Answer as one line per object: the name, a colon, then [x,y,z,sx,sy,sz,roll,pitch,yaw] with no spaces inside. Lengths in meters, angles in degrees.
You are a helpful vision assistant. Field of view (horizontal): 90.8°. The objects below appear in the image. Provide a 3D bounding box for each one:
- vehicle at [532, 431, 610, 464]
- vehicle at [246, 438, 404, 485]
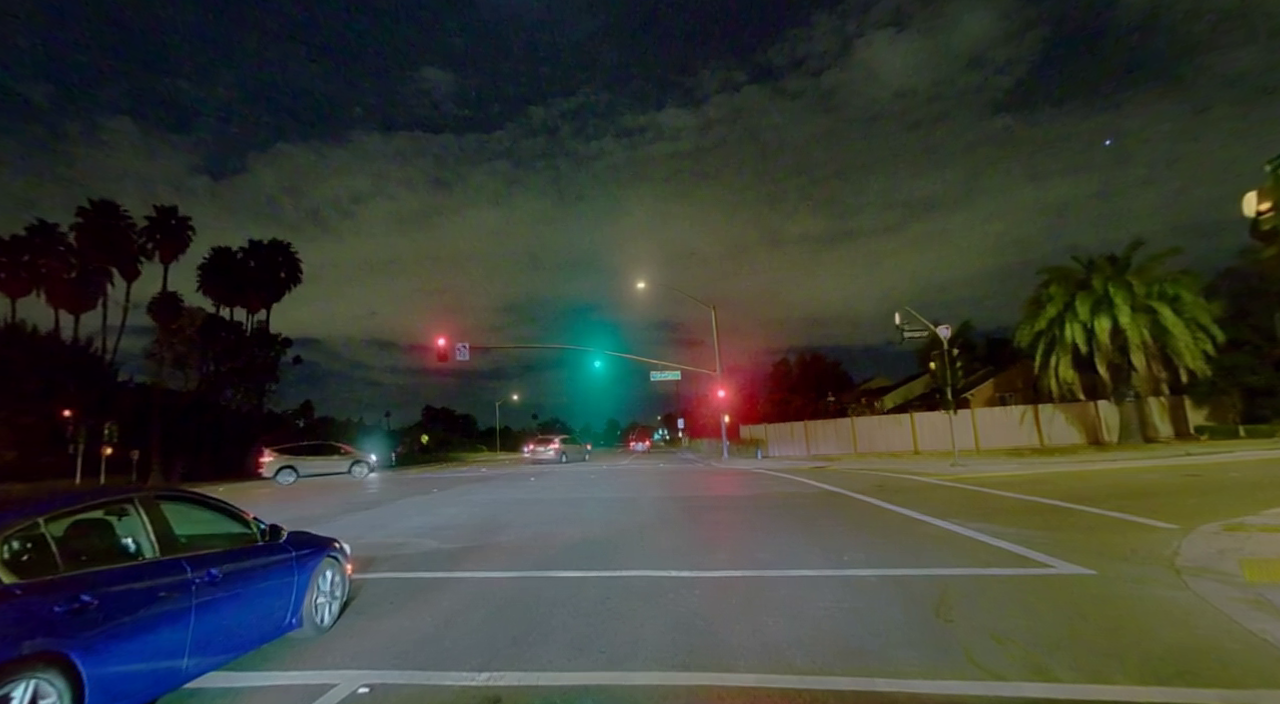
vehicle: [-3.919,5.604,37.012,2.393,1.775,5.204,-4,-9,21]
vehicle: [-11.567,4.004,23.430,4.777,1.541,2.083,8,-12,-43]
